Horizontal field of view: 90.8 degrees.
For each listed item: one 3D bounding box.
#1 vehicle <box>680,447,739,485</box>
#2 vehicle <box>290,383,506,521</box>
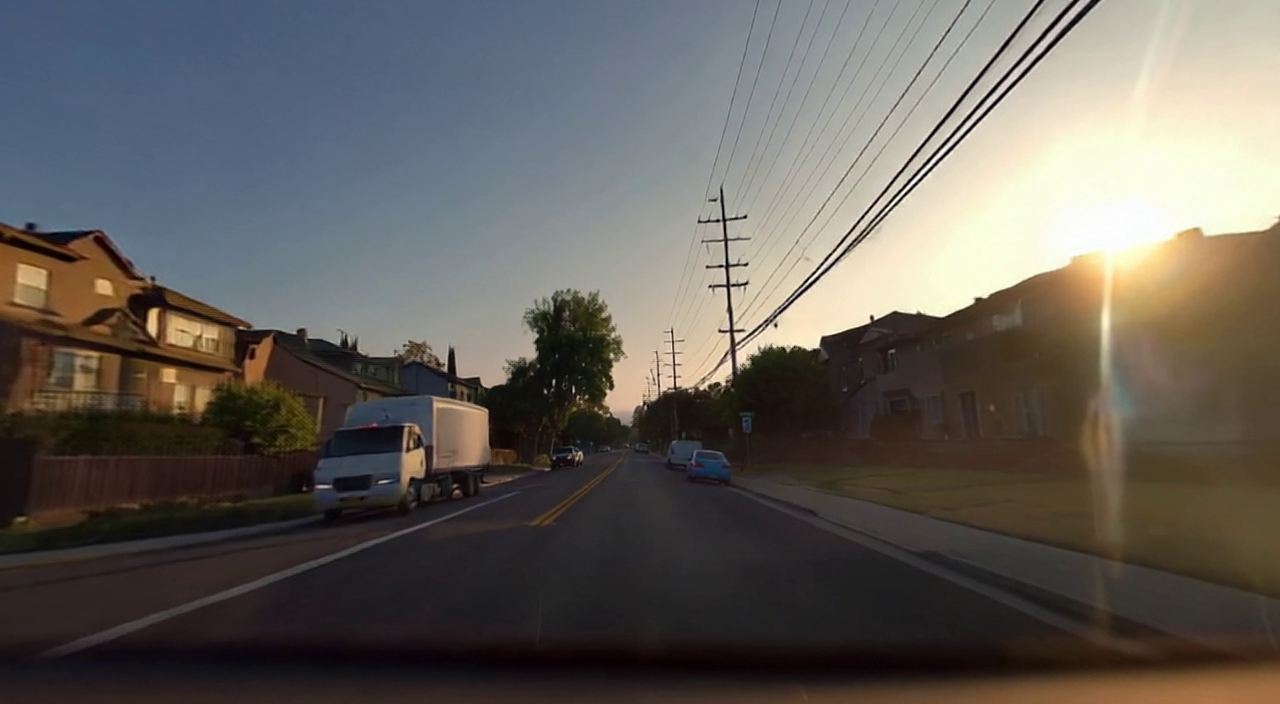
[{"bbox_3d":[2.900,4.882,27.331,1.890,1.463,4.952,0,-9,-1],"label":"vehicle"},{"bbox_3d":[-6.546,2.964,18.923,3.197,3.187,7.847,-1,-9,2],"label":"vehicle"}]
